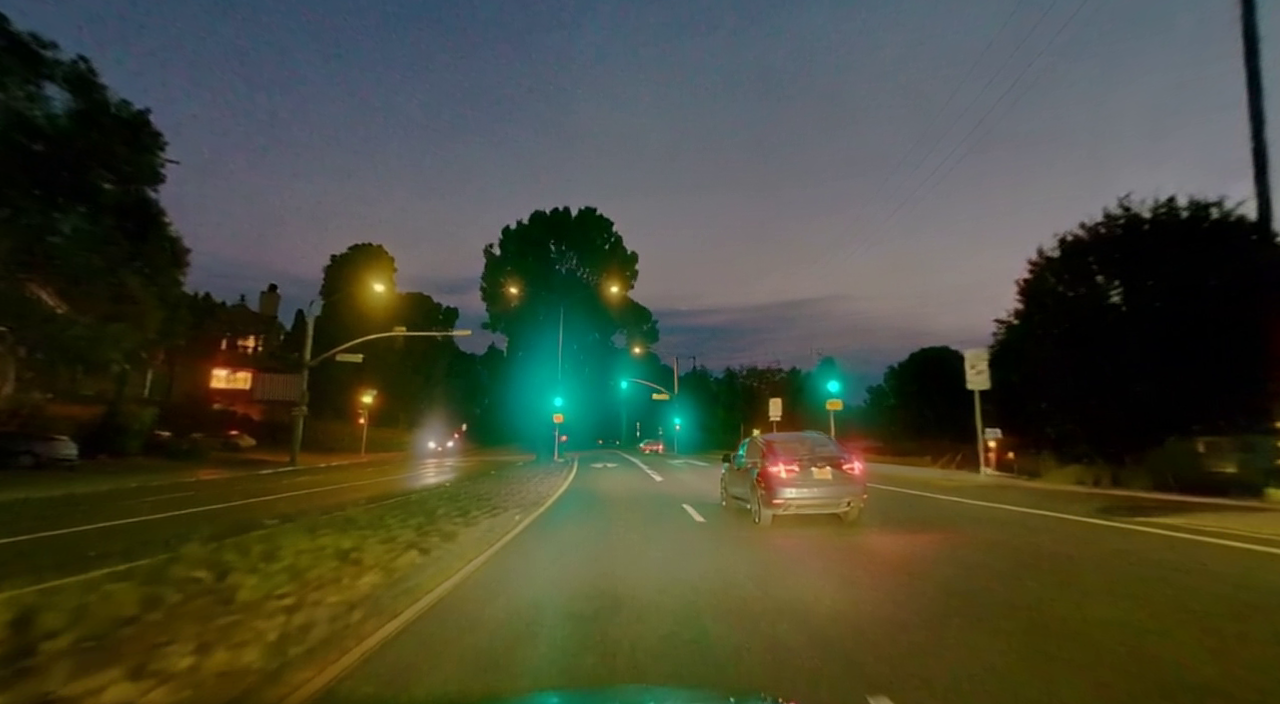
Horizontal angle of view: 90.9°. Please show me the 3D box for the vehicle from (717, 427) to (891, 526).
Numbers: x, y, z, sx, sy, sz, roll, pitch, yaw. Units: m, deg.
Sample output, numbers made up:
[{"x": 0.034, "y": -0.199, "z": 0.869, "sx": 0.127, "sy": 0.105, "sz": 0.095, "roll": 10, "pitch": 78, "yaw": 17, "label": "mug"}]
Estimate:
[{"x": 2.758, "y": 2.201, "z": 11.687, "sx": 1.960, "sy": 1.479, "sz": 4.086, "roll": 0, "pitch": -9, "yaw": -3, "label": "vehicle"}]

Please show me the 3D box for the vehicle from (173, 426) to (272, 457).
[{"x": -25.913, "y": 5.610, "z": 39.238, "sx": 4.583, "sy": 1.850, "sz": 2.015, "roll": 1, "pitch": -9, "yaw": -9, "label": "vehicle"}]

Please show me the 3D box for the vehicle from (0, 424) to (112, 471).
[{"x": -24.566, "y": 3.830, "z": 25.254, "sx": 4.737, "sy": 1.805, "sz": 2.049, "roll": 1, "pitch": -9, "yaw": -6, "label": "vehicle"}]

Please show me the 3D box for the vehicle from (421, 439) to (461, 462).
[{"x": -14.692, "y": 7.278, "z": 46.733, "sx": 2.041, "sy": 1.608, "sz": 4.166, "roll": 1, "pitch": -9, "yaw": -7, "label": "vehicle"}]
